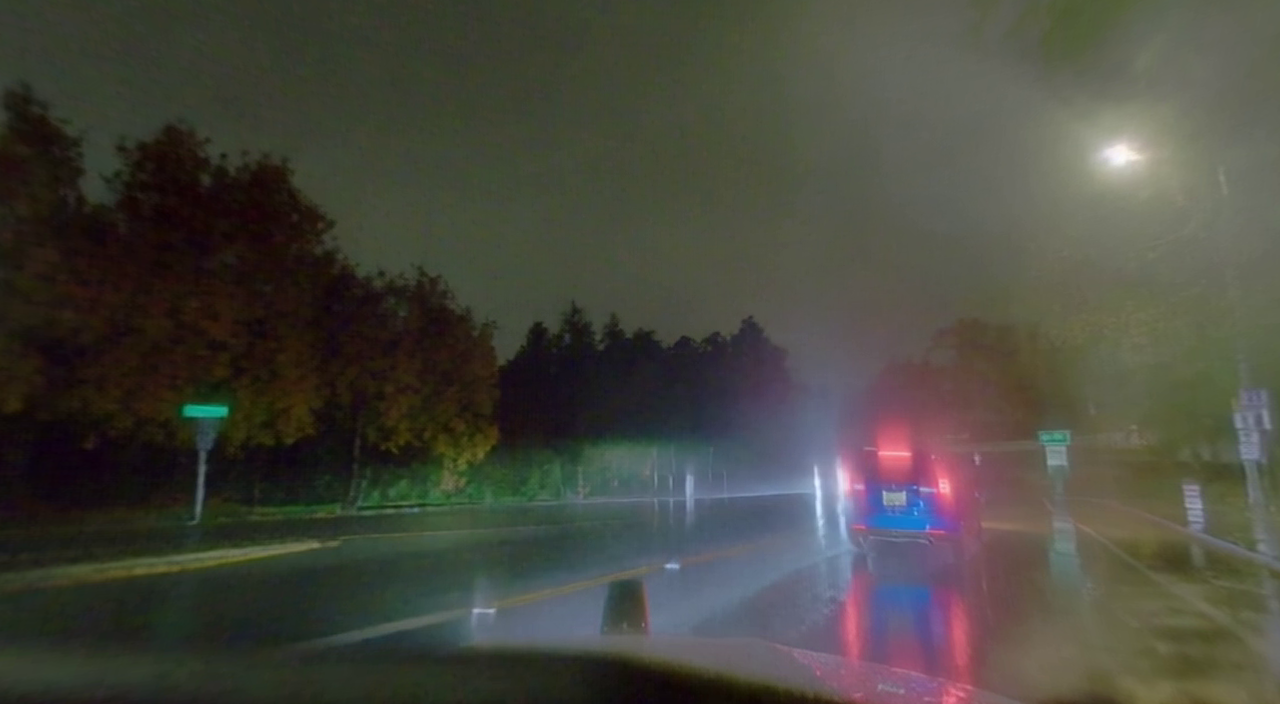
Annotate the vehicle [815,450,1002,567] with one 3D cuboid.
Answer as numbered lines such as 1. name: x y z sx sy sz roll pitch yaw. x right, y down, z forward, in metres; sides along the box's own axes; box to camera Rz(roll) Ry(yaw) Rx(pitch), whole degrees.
1. vehicle: 4.750 2.463 10.803 2.148 1.521 4.089 -6 -10 33
